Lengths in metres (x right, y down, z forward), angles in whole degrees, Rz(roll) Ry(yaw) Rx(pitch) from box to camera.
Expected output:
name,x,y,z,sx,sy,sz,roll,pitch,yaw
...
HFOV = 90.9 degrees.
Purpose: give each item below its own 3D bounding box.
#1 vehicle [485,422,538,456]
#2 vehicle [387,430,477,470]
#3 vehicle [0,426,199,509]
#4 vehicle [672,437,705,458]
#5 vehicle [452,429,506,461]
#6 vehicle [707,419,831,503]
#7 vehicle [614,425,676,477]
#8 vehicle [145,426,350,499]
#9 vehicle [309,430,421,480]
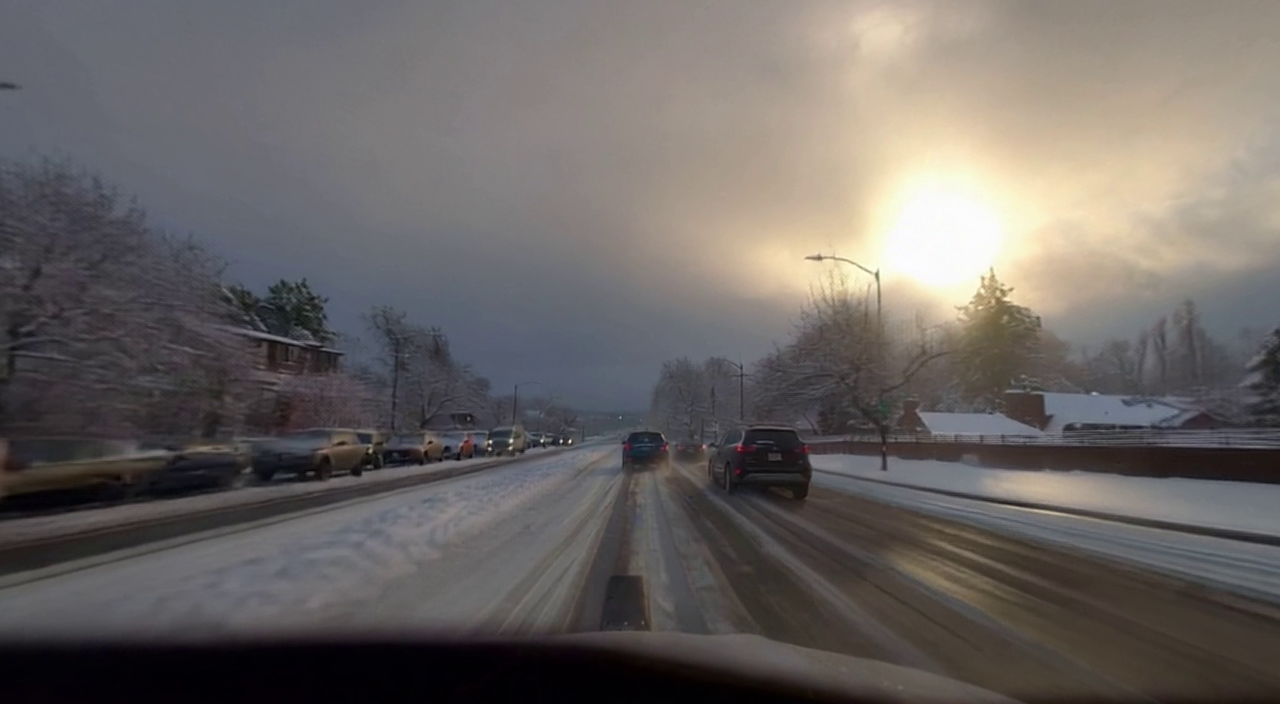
name,x,y,z,sx,sy,sz,roll,pitch,yaw
vehicle,-8.745,5.979,43.527,2.037,2.113,7.185,1,-8,1
vehicle,-8.783,4.158,27.141,2.140,1.510,5.005,1,-8,0
vehicle,-12.222,2.382,13.703,1.891,1.479,4.665,1,-8,0
vehicle,3.581,7.096,47.085,2.096,1.489,4.757,1,-8,0
vehicle,-9.045,5.239,35.770,1.988,1.663,4.316,1,-8,-1
vehicle,3.068,2.687,16.052,2.166,1.799,4.372,1,-8,-1
vehicle,0.162,3.825,24.728,2.185,1.822,4.391,1,-8,0
vehicle,-8.916,2.520,14.912,1.923,1.433,4.450,1,-8,1
vehicle,-8.820,3.310,20.619,1.786,1.422,4.021,1,-8,1
